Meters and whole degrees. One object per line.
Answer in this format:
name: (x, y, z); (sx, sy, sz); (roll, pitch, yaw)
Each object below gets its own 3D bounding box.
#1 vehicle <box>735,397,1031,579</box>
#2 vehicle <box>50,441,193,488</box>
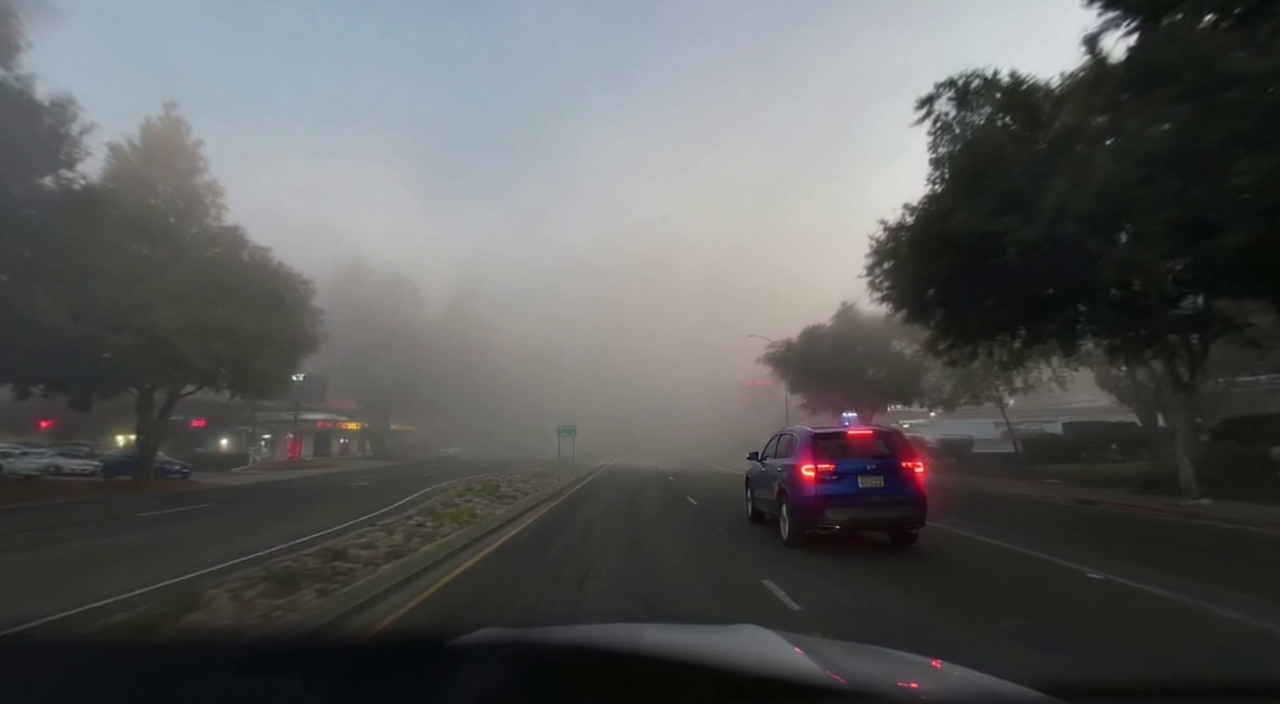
vehicle: (2.770, 1.694, 8.650); (2.130, 1.790, 4.615); (0, -9, -1)
vehicle: (-24.344, 5.306, 30.068); (2.217, 1.901, 5.780); (-2, -9, -4)
